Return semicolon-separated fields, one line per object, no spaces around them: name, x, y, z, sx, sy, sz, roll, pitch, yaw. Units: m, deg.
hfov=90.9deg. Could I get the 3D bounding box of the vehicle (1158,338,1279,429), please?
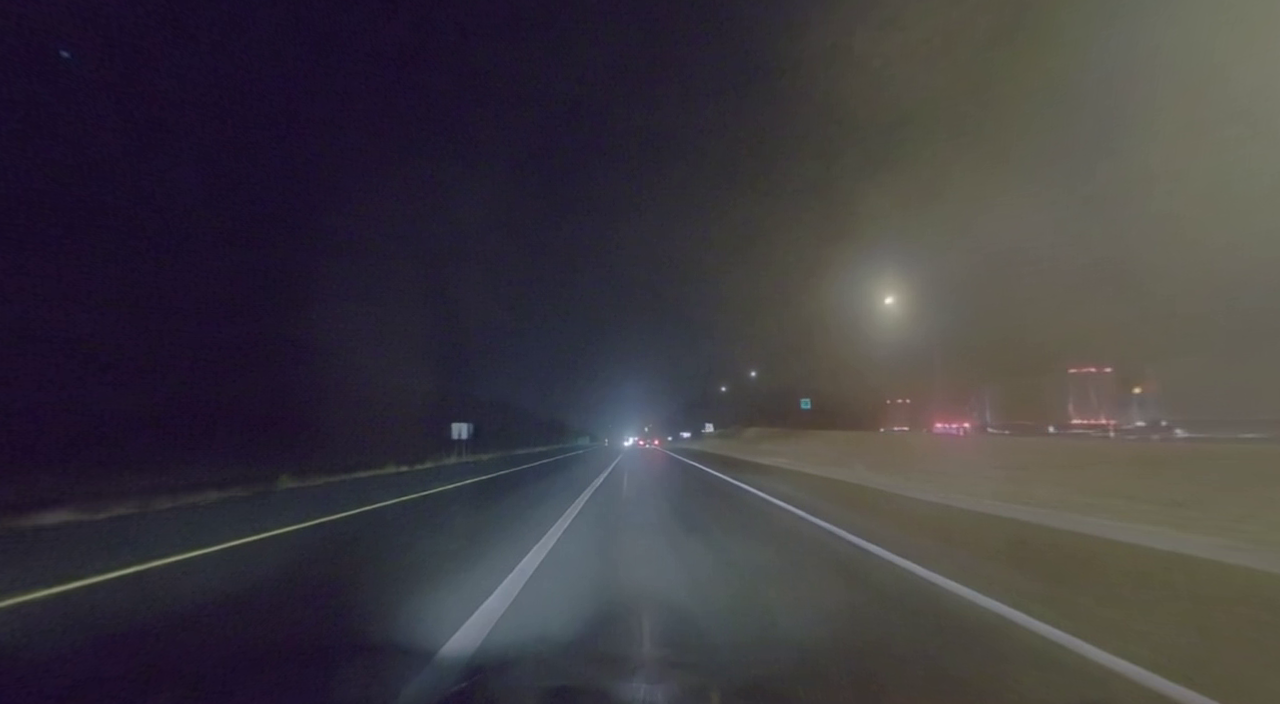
vehicle;31.762;1.417;30.347;2.932;4.074;14.330;-5;-9;7
